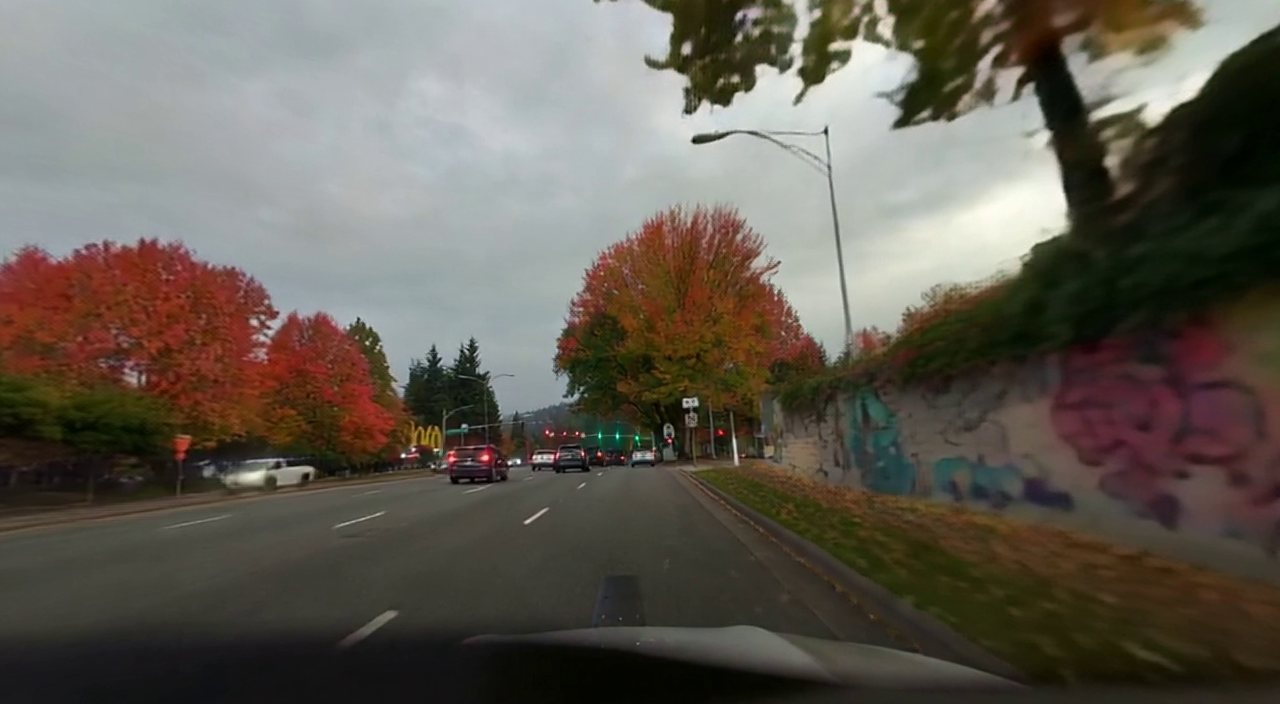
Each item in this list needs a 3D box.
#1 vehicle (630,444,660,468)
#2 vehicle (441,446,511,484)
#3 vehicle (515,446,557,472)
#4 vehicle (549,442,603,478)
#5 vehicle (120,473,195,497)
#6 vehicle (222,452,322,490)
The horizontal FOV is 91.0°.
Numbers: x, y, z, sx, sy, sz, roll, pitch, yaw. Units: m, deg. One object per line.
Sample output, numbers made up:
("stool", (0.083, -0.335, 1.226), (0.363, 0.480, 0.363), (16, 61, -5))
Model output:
("vehicle", (0.324, 7.639, 46.394), (2.144, 1.704, 4.028), (1, -9, -1))
("vehicle", (-7.430, 5.135, 28.988), (1.932, 1.596, 4.247), (0, -9, 1))
("vehicle", (-7.338, 7.591, 44.740), (2.069, 1.719, 4.441), (0, -9, 2))
("vehicle", (-3.124, 5.406, 31.844), (2.165, 1.663, 4.513), (0, -9, 1))
("vehicle", (-38.116, 10.512, 49.858), (4.524, 1.680, 1.965), (7, -11, -36))
("vehicle", (-21.543, 6.953, 37.240), (2.288, 2.026, 5.649), (0, -9, 3))
